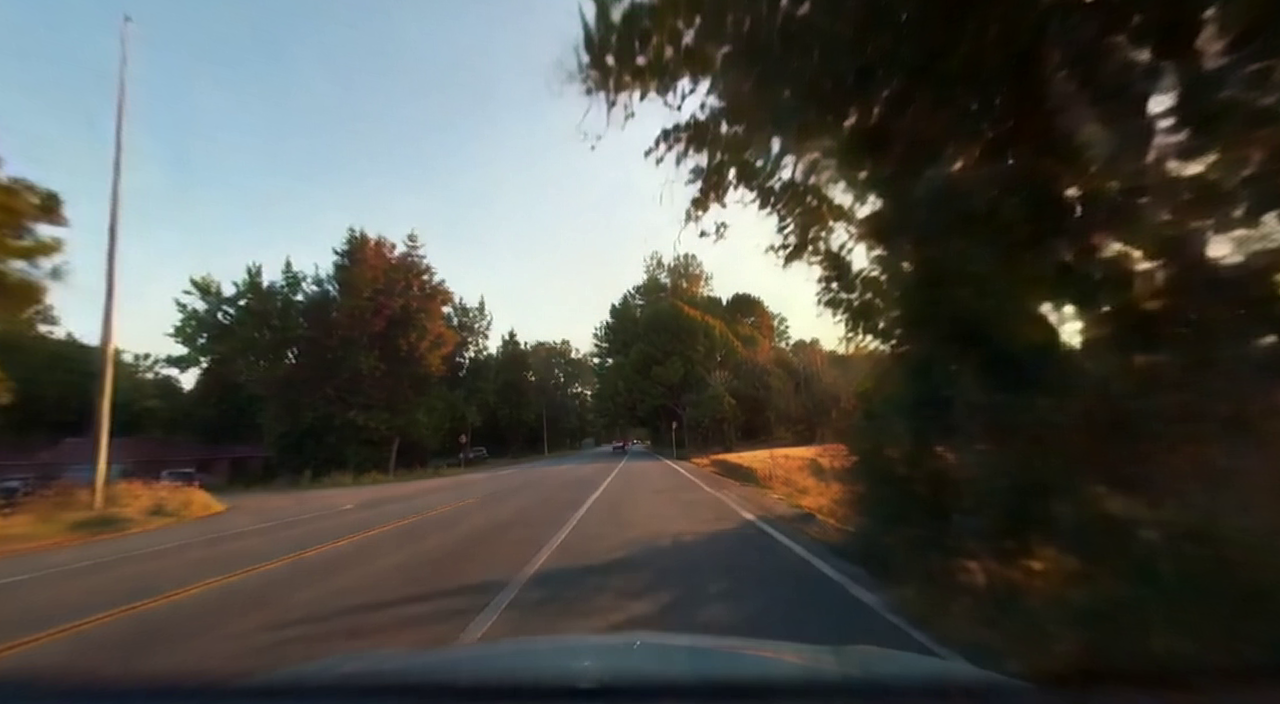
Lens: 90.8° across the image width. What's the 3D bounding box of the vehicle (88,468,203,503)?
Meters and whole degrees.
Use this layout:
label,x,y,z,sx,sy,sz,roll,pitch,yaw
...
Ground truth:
label,x,y,z,sx,sy,sz,roll,pitch,yaw
vehicle,-23.649,6.398,30.342,3.850,1.521,1.967,0,-8,0
